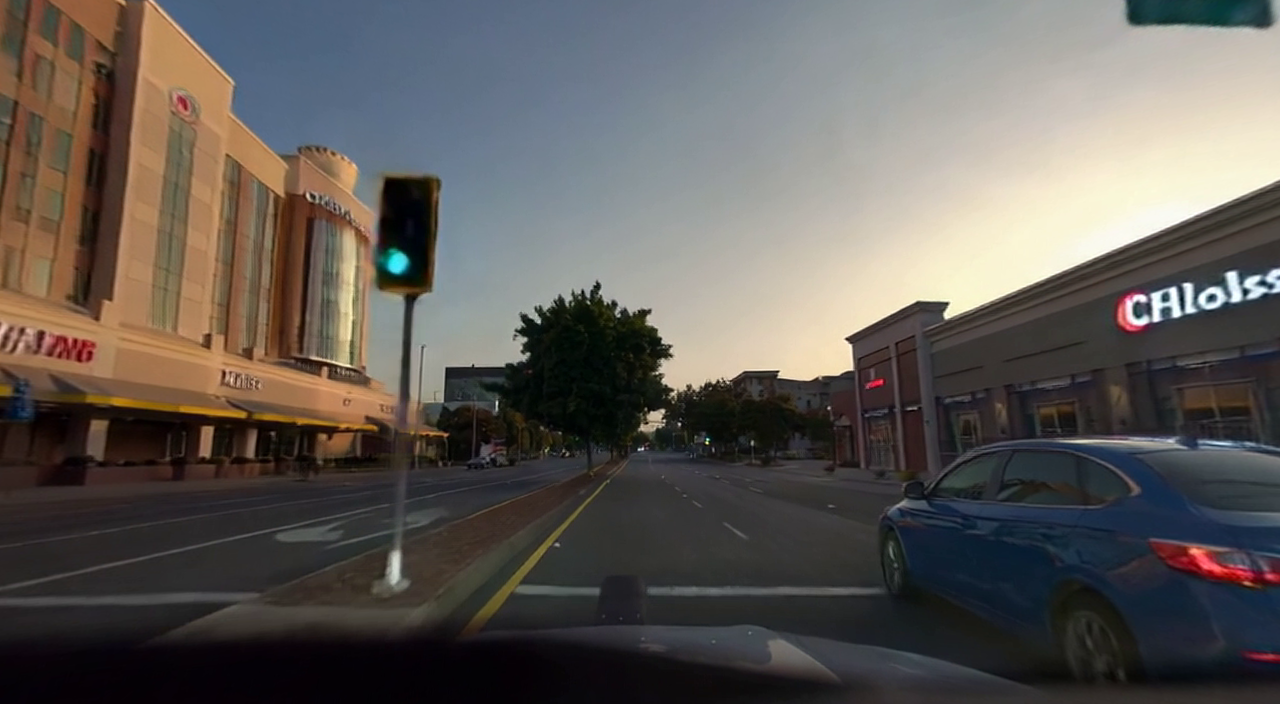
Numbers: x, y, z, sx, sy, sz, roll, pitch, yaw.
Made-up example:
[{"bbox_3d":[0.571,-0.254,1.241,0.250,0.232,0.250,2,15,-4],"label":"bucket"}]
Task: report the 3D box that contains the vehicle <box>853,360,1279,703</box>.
[{"bbox_3d":[3.160,1.077,3.657,2.015,1.641,4.995,0,-8,-1],"label":"vehicle"}]
